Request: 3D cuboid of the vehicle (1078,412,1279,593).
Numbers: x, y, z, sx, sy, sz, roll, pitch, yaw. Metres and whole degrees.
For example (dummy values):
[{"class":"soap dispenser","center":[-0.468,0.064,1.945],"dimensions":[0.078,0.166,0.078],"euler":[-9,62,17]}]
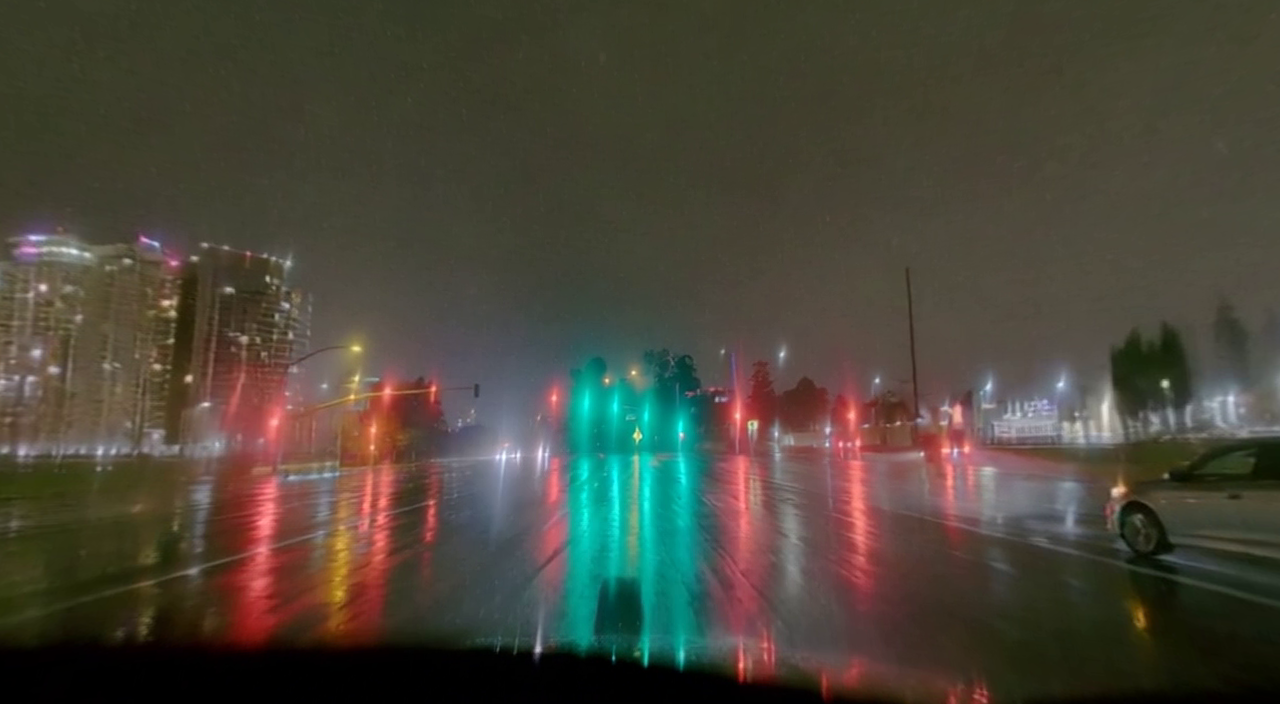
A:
[{"class":"vehicle","center":[6.351,1.253,5.284],"dimensions":[2.070,1.491,4.575],"euler":[0,-8,0]}]
